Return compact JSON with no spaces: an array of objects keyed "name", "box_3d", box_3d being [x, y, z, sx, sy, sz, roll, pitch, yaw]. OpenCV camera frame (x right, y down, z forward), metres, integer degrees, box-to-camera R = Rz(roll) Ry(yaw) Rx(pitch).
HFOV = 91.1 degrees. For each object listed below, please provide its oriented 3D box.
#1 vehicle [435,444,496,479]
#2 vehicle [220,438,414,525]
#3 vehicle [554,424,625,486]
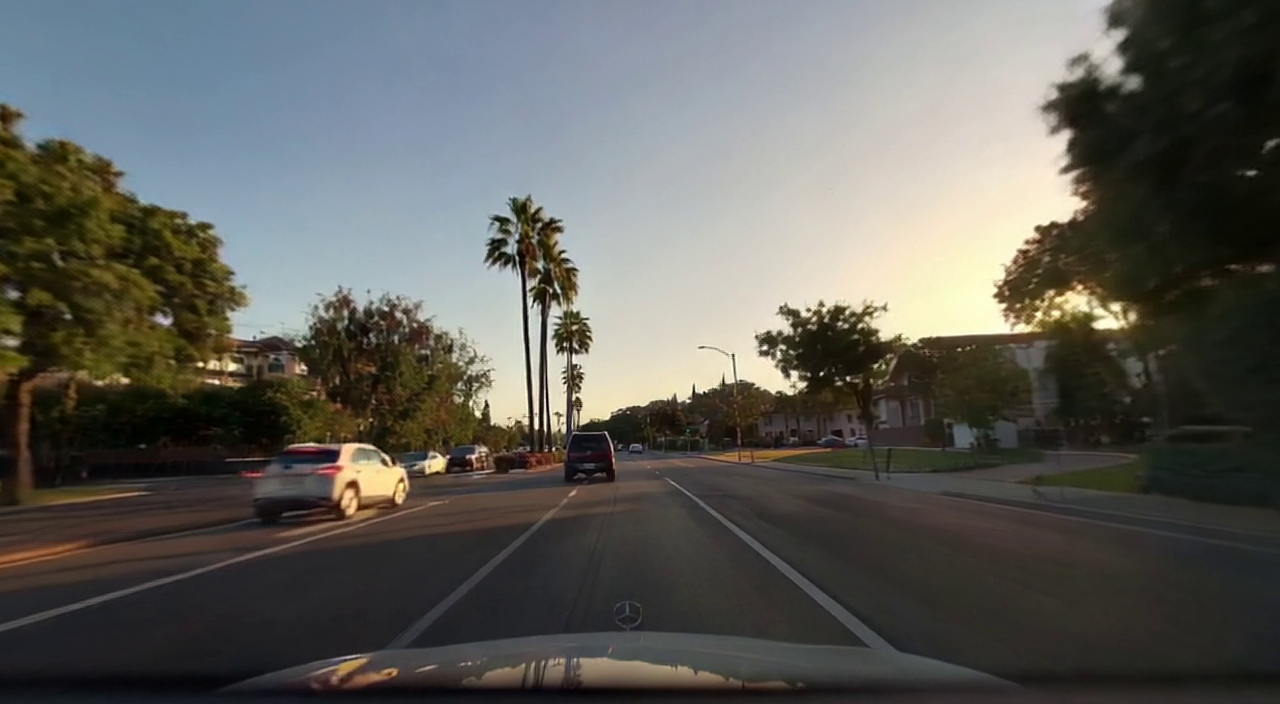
[{"name":"vehicle","box_3d":[-9.104,5.709,33.146,2.114,1.698,4.415,0,-9,-2]},{"name":"vehicle","box_3d":[-6.729,2.710,13.743,2.016,1.576,4.215,0,-9,0]},{"name":"vehicle","box_3d":[-2.068,4.113,25.419,2.507,2.161,6.049,1,-9,-5]}]
